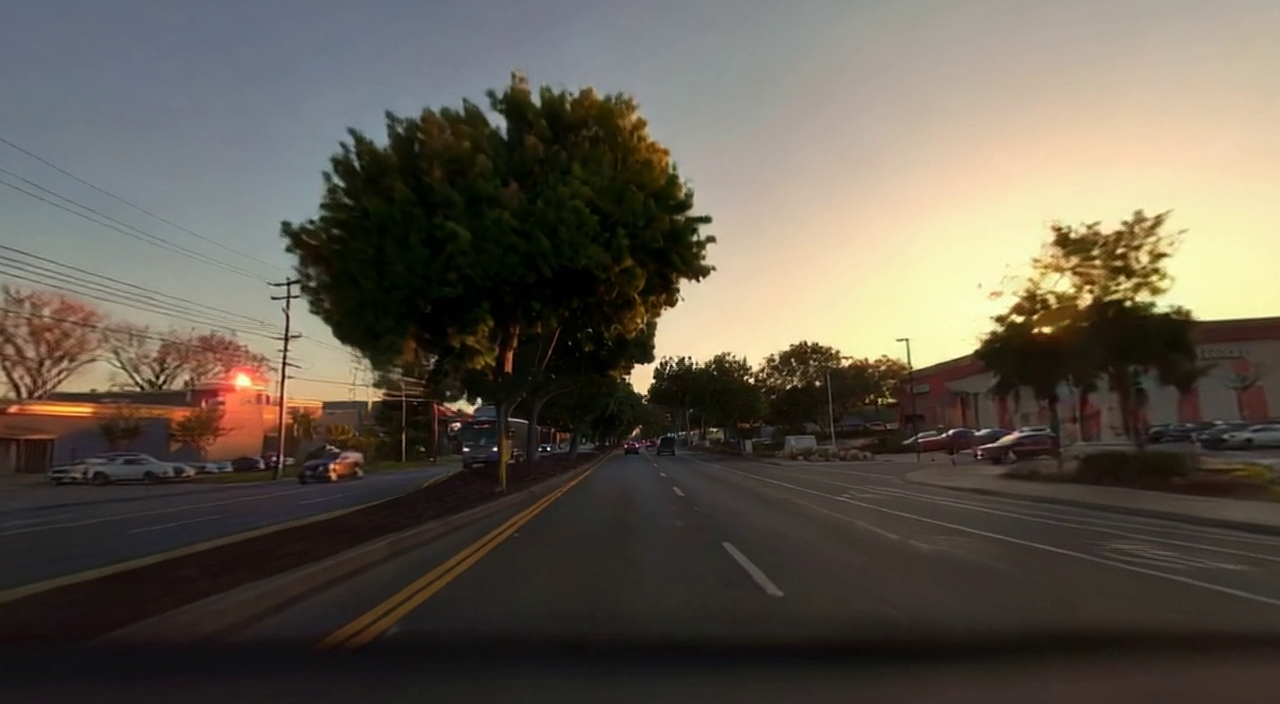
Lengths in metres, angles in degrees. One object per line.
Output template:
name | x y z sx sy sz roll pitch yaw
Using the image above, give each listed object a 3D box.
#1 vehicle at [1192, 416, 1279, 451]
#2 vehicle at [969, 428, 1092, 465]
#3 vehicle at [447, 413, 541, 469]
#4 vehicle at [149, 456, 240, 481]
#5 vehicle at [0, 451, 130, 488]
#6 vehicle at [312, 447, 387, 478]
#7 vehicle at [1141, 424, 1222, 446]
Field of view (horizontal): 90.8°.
vehicle | 32.995 4.402 33.872 2.083 1.716 5.134 0 -8 0
vehicle | 17.681 4.336 28.774 4.264 1.428 1.822 -3 -10 5
vehicle | -9.210 5.944 41.853 3.241 3.133 12.822 0 -8 0
vehicle | -27.807 7.252 39.509 4.176 1.440 1.931 0 -8 1
vehicle | -28.583 5.754 31.106 4.886 1.698 2.224 0 -8 -3
vehicle | -17.107 6.502 37.505 2.091 1.656 4.626 -1 -8 3
vehicle | 41.360 6.420 48.389 2.066 1.575 4.483 0 -8 -2
